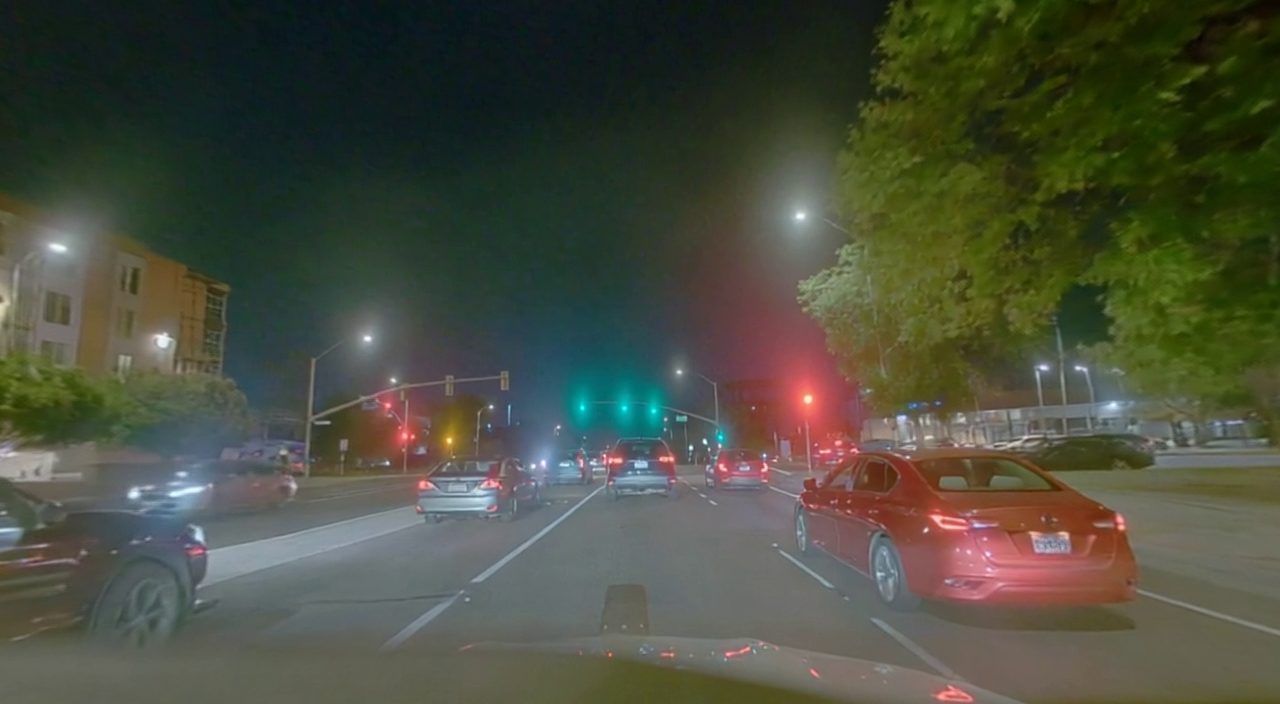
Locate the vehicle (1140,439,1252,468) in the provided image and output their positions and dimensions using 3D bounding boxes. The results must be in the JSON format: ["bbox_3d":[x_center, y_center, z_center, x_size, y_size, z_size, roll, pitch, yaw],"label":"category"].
[{"bbox_3d":[33.511,6.140,38.166,4.534,1.680,2.002,-3,-9,22],"label":"vehicle"}]

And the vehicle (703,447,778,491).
[{"bbox_3d":[3.620,4.296,23.500,2.058,1.472,4.317,0,-8,-1],"label":"vehicle"}]

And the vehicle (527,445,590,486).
[{"bbox_3d":[-3.443,4.883,27.433,2.130,1.645,3.995,0,-8,1],"label":"vehicle"}]

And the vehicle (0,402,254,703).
[{"bbox_3d":[-4.021,0.960,2.572,2.173,1.536,4.285,0,-8,0],"label":"vehicle"}]

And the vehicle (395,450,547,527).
[{"bbox_3d":[-3.397,2.820,13.579,2.115,1.369,3.908,0,-8,1],"label":"vehicle"}]

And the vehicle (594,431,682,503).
[{"bbox_3d":[-0.041,3.423,19.208,2.361,1.898,4.465,0,-8,1],"label":"vehicle"}]

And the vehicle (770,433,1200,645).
[{"bbox_3d":[2.921,1.667,6.796,2.052,1.475,4.540,0,-8,0],"label":"vehicle"}]

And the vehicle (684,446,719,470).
[{"bbox_3d":[4.628,8.027,48.027,2.220,1.706,4.178,0,-8,0],"label":"vehicle"}]
